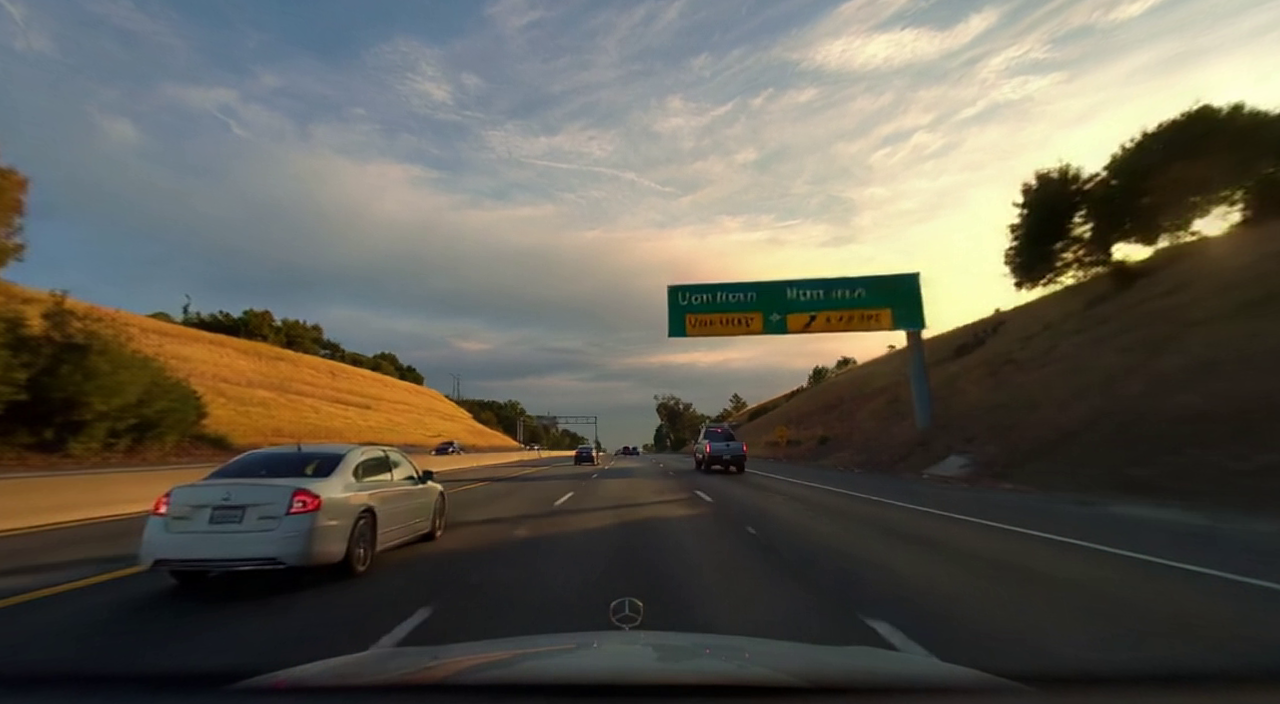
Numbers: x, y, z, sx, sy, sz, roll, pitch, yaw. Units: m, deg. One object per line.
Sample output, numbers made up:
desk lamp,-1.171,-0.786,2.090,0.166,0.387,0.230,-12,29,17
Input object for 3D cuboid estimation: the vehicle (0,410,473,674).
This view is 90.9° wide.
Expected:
vehicle,-3.239,1.482,6.112,1.939,1.513,4.773,0,-9,0

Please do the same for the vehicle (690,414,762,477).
vehicle,3.818,4.356,29.277,2.361,2.636,5.684,0,-9,-1
